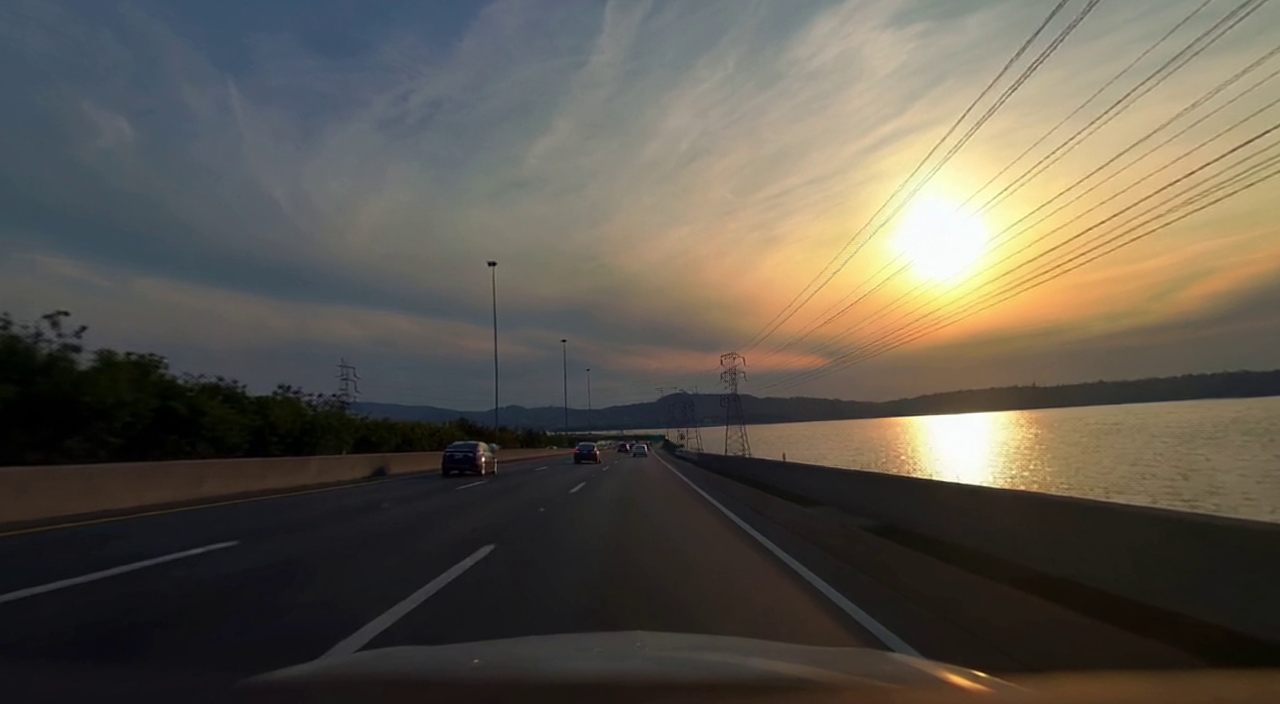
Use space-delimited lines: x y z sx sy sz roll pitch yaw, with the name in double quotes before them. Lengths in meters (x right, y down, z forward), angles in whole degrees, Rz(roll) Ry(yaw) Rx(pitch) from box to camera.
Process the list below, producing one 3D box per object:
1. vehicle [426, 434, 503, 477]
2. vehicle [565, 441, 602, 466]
"vehicle" -7.531 4.473 27.535 2.050 1.717 4.418 0 -8 0
"vehicle" -3.545 6.496 40.435 1.957 1.494 4.207 0 -8 1
